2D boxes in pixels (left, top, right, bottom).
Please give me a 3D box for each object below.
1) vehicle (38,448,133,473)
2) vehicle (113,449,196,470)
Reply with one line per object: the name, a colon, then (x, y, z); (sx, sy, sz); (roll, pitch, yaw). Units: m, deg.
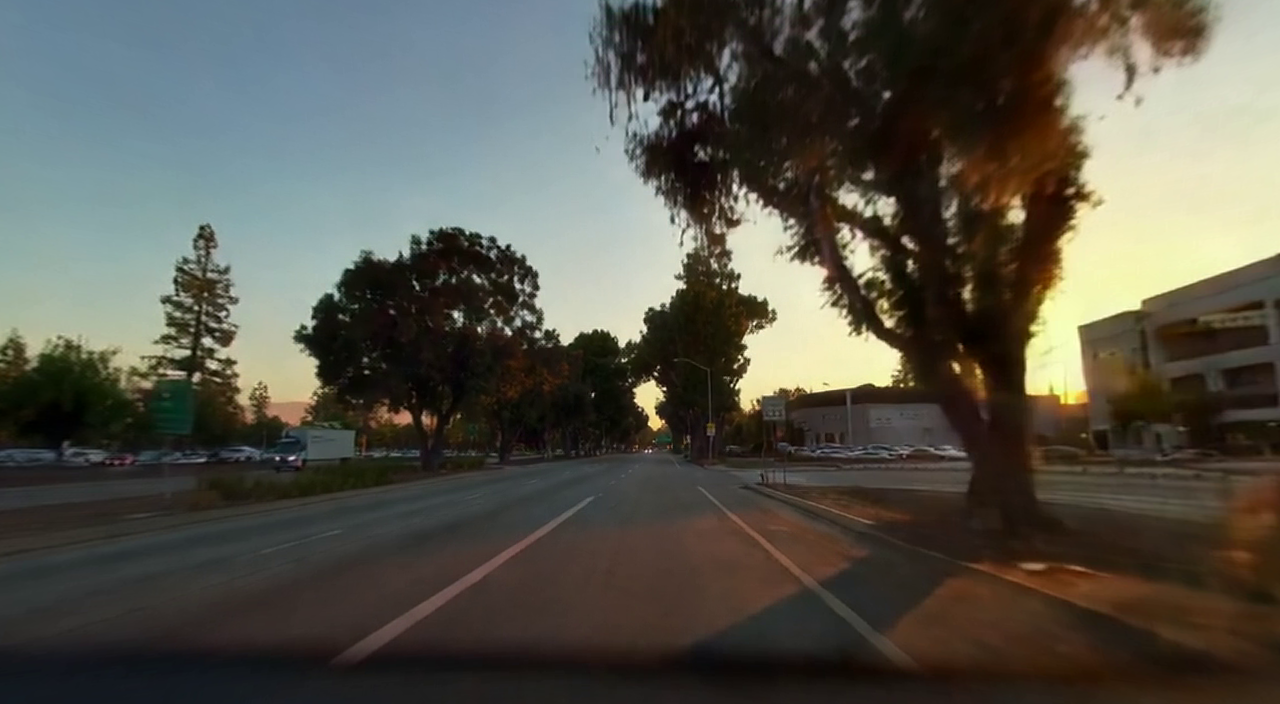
vehicle: (-35.194, 6.867, 40.103); (4.261, 1.480, 2.026); (-1, -8, 4)
vehicle: (-34.482, 7.656, 44.851); (4.276, 1.404, 1.978); (-1, -8, 4)
